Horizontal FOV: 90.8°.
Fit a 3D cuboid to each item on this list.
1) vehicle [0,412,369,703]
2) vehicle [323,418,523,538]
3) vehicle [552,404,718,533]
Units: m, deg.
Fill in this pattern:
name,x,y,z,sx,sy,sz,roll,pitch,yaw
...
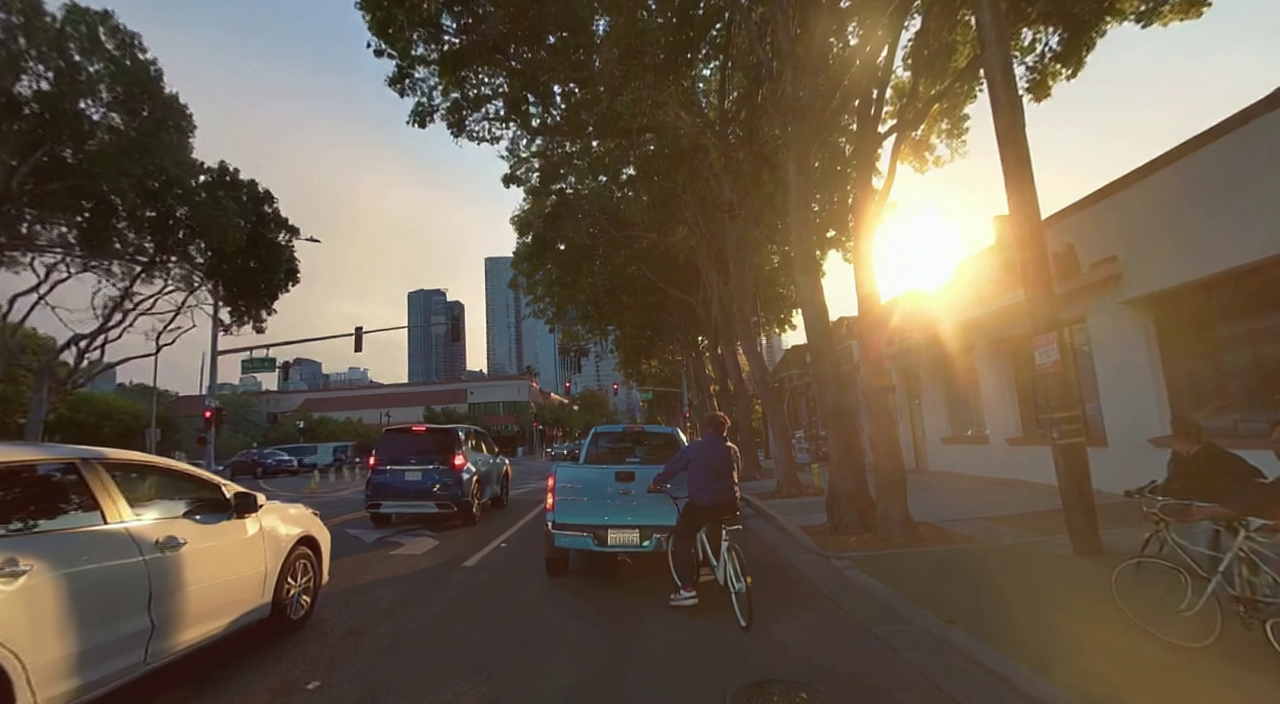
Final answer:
name,x,y,z,sx,sy,sz,roll,pitch,yaw
vehicle,-3.563,1.171,3.686,2.064,1.486,4.140,0,-9,1
vehicle,-3.611,2.199,11.596,2.046,1.750,4.452,0,-9,0
vehicle,-0.117,2.086,11.855,2.426,1.882,5.027,0,-9,-1
